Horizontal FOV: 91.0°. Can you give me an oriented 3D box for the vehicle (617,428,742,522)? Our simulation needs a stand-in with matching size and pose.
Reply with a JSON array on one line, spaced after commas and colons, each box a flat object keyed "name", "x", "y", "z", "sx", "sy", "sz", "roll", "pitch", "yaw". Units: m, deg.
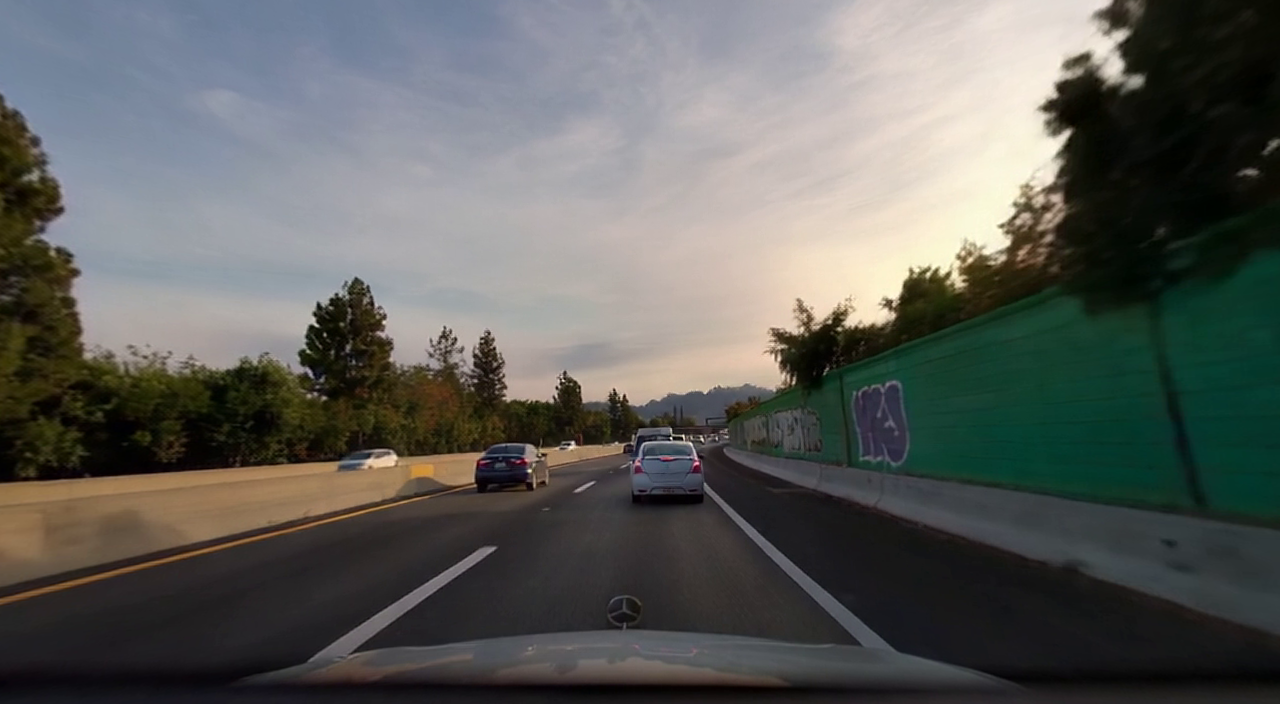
[{"name": "vehicle", "x": 0.686, "y": 2.328, "z": 12.441, "sx": 2.077, "sy": 1.533, "sz": 3.854, "roll": 0, "pitch": -8, "yaw": 1}]

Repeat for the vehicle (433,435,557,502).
[{"name": "vehicle", "x": -3.536, "y": 2.923, "z": 16.268, "sx": 2.059, "sy": 1.471, "sz": 4.152, "roll": 0, "pitch": -8, "yaw": 2}]

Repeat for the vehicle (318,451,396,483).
[{"name": "vehicle", "x": -14.614, "y": 5.949, "z": 32.814, "sx": 1.993, "sy": 1.515, "sz": 4.243, "roll": 0, "pitch": -8, "yaw": 2}]
